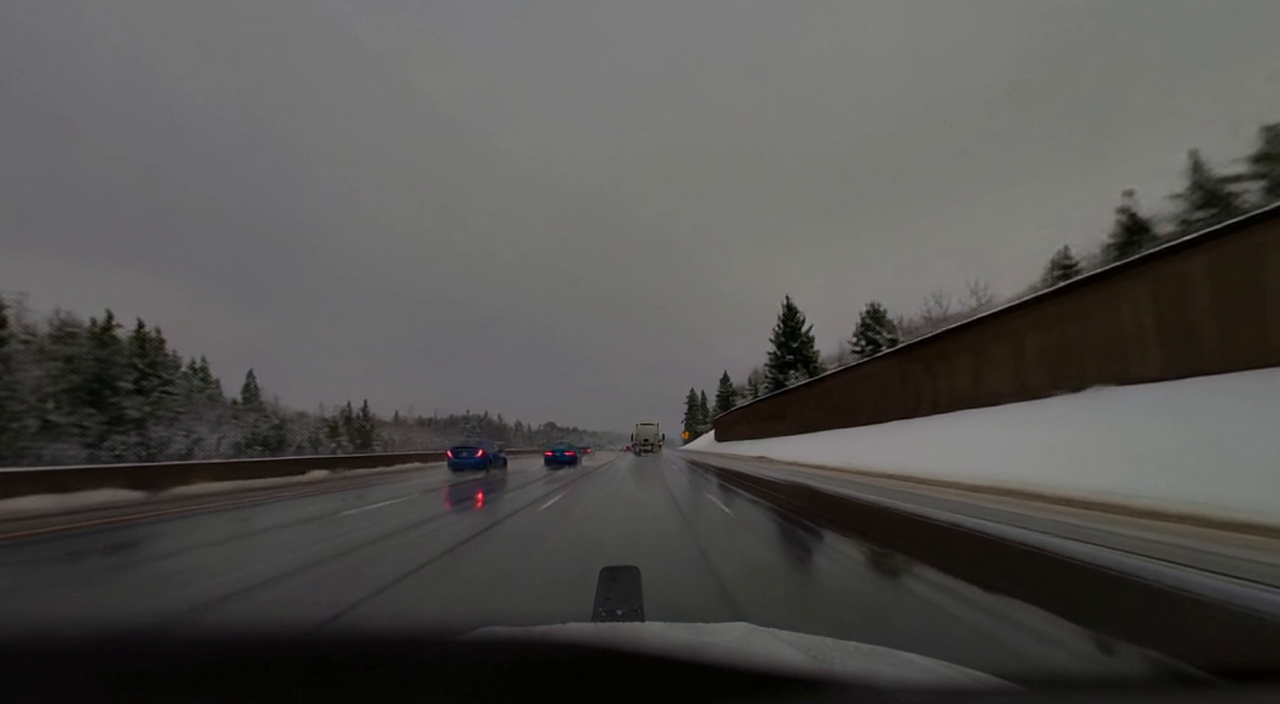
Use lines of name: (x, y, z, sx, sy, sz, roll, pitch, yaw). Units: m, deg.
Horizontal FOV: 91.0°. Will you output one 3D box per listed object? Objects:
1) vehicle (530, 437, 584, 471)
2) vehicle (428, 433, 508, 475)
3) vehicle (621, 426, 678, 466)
vehicle: (-4.003, 4.985, 31.014, 2.000, 1.512, 4.371, 0, -8, 1)
vehicle: (-7.449, 4.480, 27.844, 2.189, 1.673, 4.699, 0, -8, 0)
vehicle: (0.479, 5.102, 34.149, 2.856, 1.994, 4.931, 0, -8, 0)
